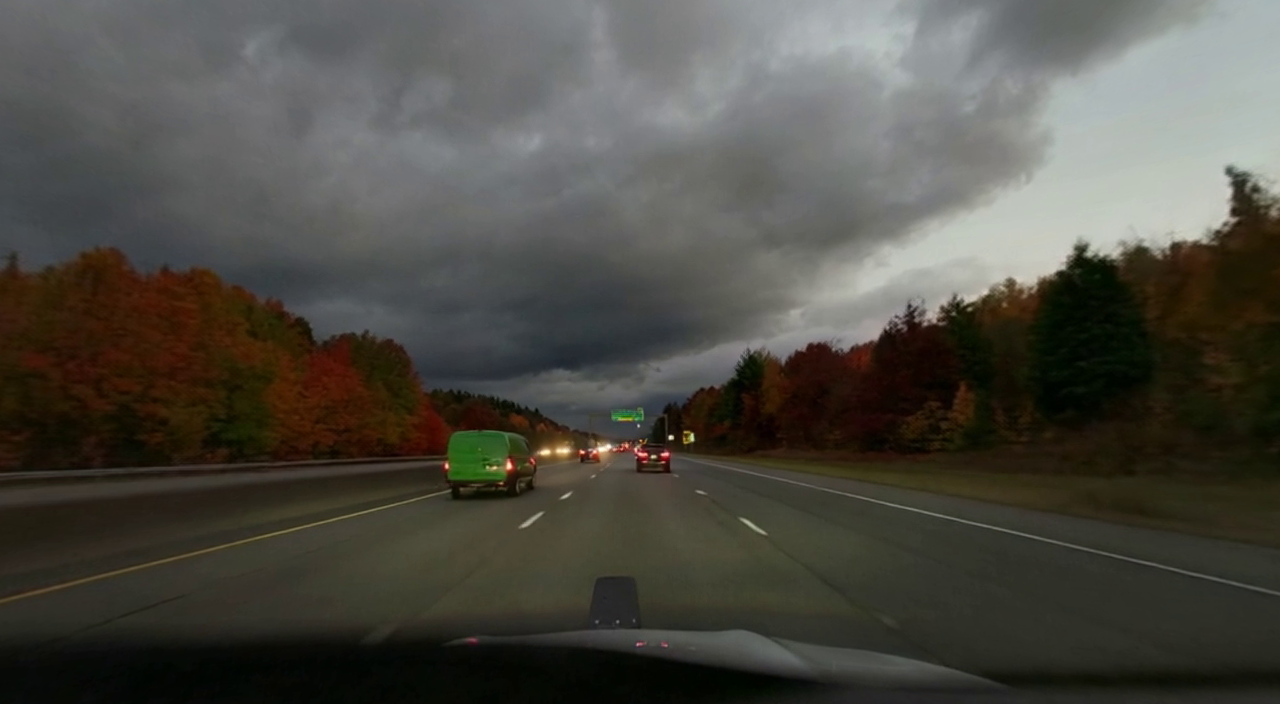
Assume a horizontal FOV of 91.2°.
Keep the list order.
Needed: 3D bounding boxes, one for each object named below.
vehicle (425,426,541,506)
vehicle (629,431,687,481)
[{"bbox_3d":[-3.879,2.908,16.248,2.021,1.790,3.907,0,-9,-1],"label":"vehicle"},{"bbox_3d":[0.664,4.456,26.921,2.179,1.930,4.538,0,-9,-2],"label":"vehicle"}]
